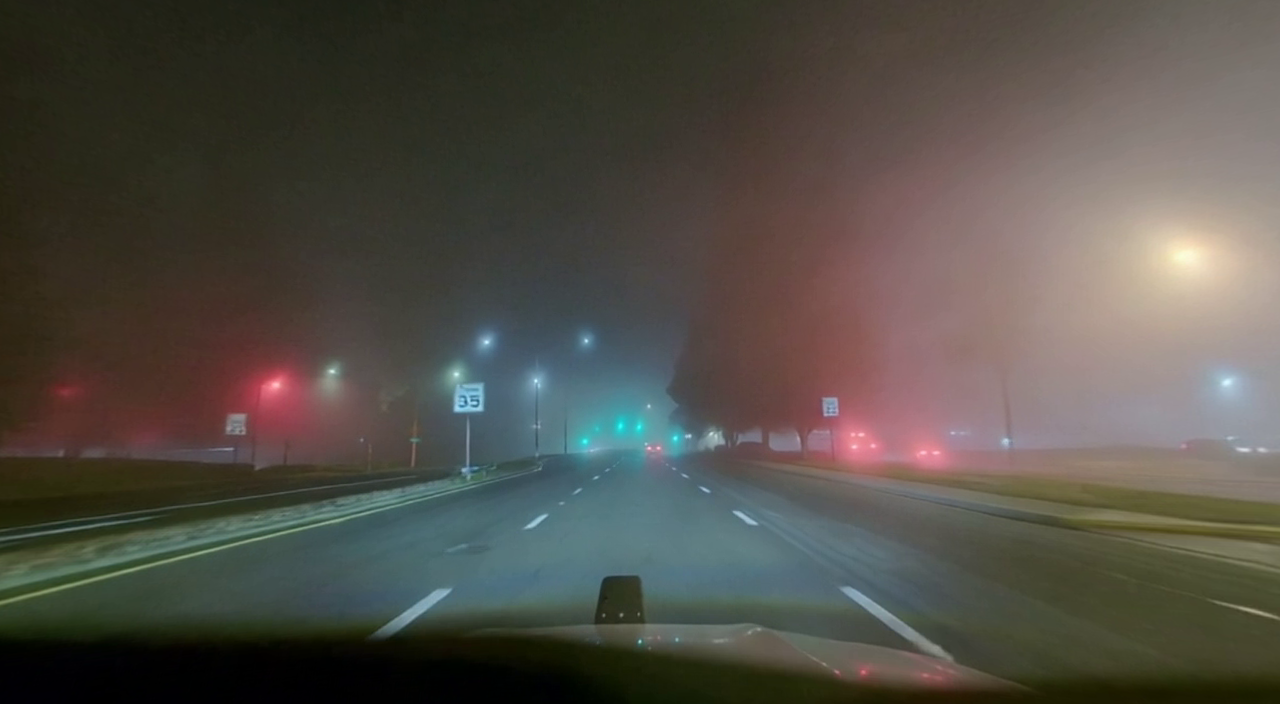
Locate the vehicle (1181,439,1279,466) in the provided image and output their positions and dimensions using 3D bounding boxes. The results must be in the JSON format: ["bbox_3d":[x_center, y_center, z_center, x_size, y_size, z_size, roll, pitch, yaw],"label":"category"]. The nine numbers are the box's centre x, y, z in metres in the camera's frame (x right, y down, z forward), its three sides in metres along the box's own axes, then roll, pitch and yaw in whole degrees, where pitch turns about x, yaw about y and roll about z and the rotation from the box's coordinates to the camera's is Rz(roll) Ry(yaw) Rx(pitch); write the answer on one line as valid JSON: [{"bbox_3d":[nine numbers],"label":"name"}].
[{"bbox_3d":[33.949,5.671,35.600,1.918,1.430,4.904,8,-11,-42],"label":"vehicle"}]

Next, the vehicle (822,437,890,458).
[{"bbox_3d":[17.039,7.547,49.947,4.530,1.640,2.074,1,-8,-4],"label":"vehicle"}]
